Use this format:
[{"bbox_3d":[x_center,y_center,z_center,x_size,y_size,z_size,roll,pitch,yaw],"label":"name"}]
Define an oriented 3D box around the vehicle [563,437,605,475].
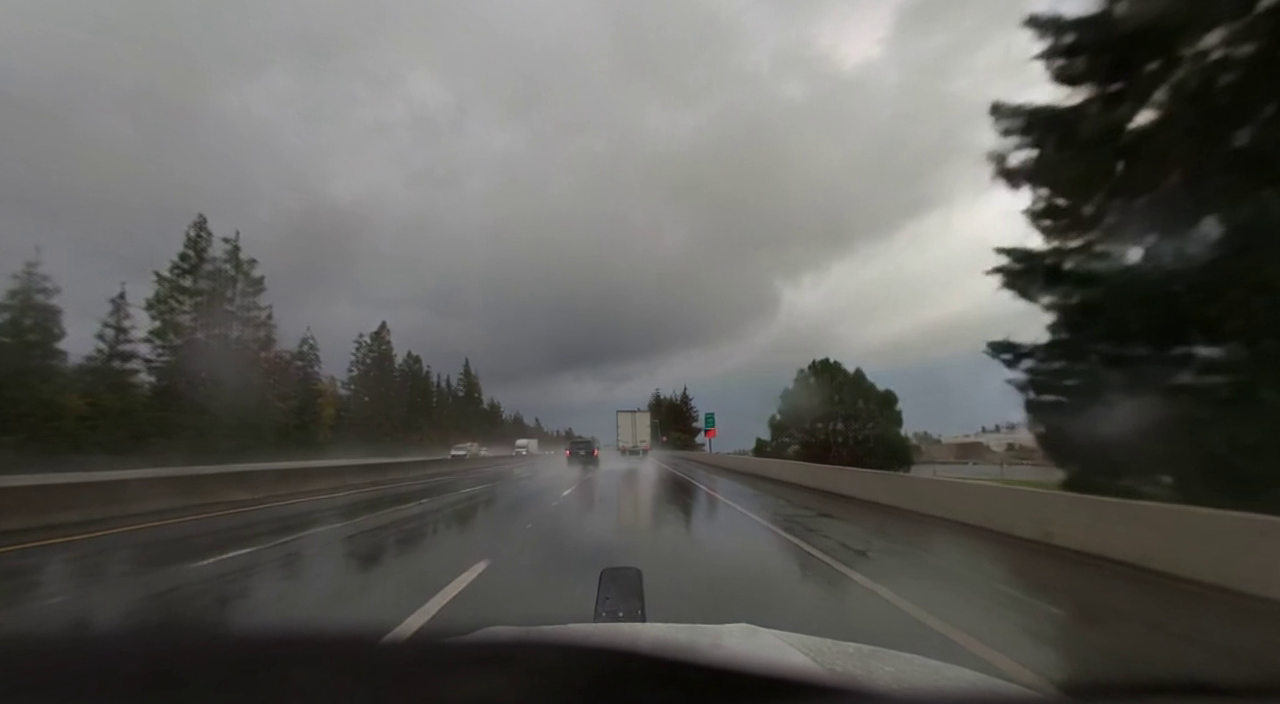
[{"bbox_3d":[-2.985,5.641,34.275,2.139,1.925,4.312,0,-9,-4],"label":"vehicle"}]
